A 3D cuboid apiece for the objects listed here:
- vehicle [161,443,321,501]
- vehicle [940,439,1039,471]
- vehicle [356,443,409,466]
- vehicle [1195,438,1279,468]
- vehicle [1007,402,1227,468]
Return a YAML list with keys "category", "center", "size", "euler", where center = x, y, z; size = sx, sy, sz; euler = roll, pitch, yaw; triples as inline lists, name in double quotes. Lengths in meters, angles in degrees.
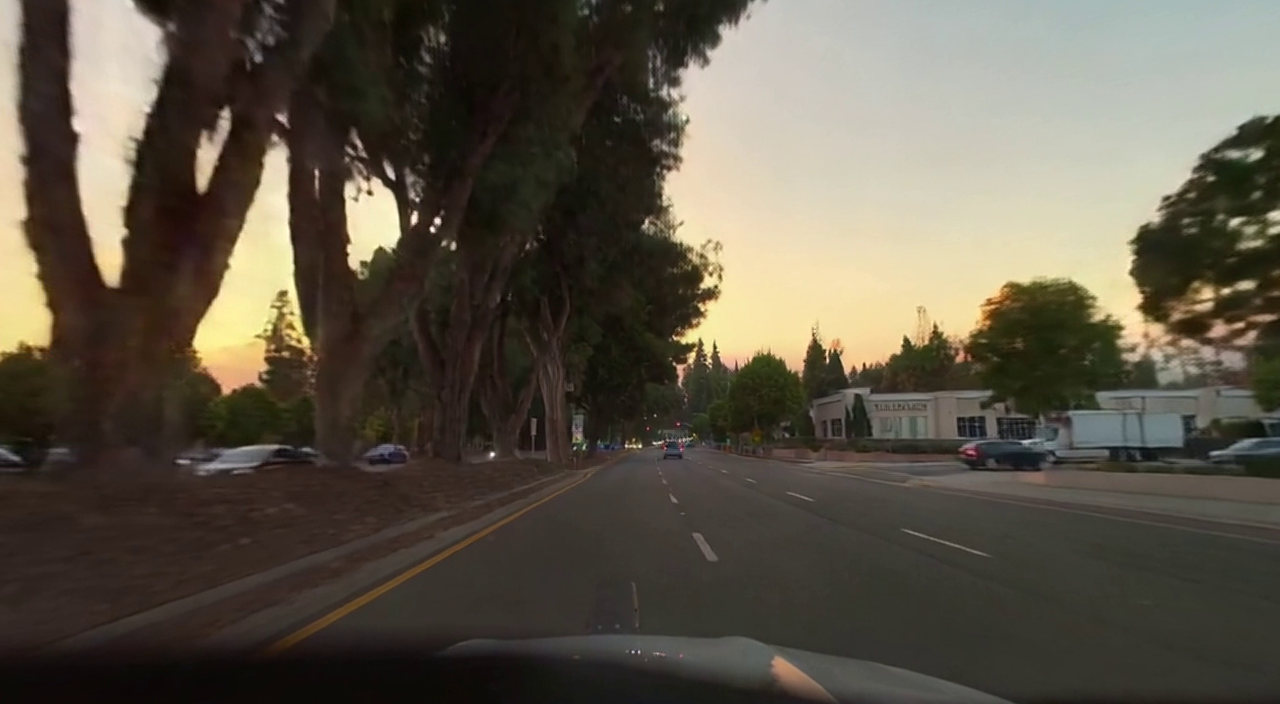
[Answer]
- category: "vehicle"
  center: [-11.271, 3.377, 18.286]
  size: [1.822, 1.444, 4.338]
  euler: [0, -9, -1]
- category: "vehicle"
  center: [18.754, 5.505, 33.934]
  size: [4.319, 1.624, 1.988]
  euler: [2, -9, -13]
- category: "vehicle"
  center: [-17.965, 7.174, 44.301]
  size: [1.881, 1.507, 4.234]
  euler: [-1, -9, 2]
- category: "vehicle"
  center: [31.044, 5.054, 31.613]
  size: [4.610, 1.452, 2.009]
  euler: [0, -9, -1]
- category: "vehicle"
  center: [30.071, 5.249, 40.134]
  size: [11.456, 3.682, 3.010]
  euler: [-2, -7, -2]
